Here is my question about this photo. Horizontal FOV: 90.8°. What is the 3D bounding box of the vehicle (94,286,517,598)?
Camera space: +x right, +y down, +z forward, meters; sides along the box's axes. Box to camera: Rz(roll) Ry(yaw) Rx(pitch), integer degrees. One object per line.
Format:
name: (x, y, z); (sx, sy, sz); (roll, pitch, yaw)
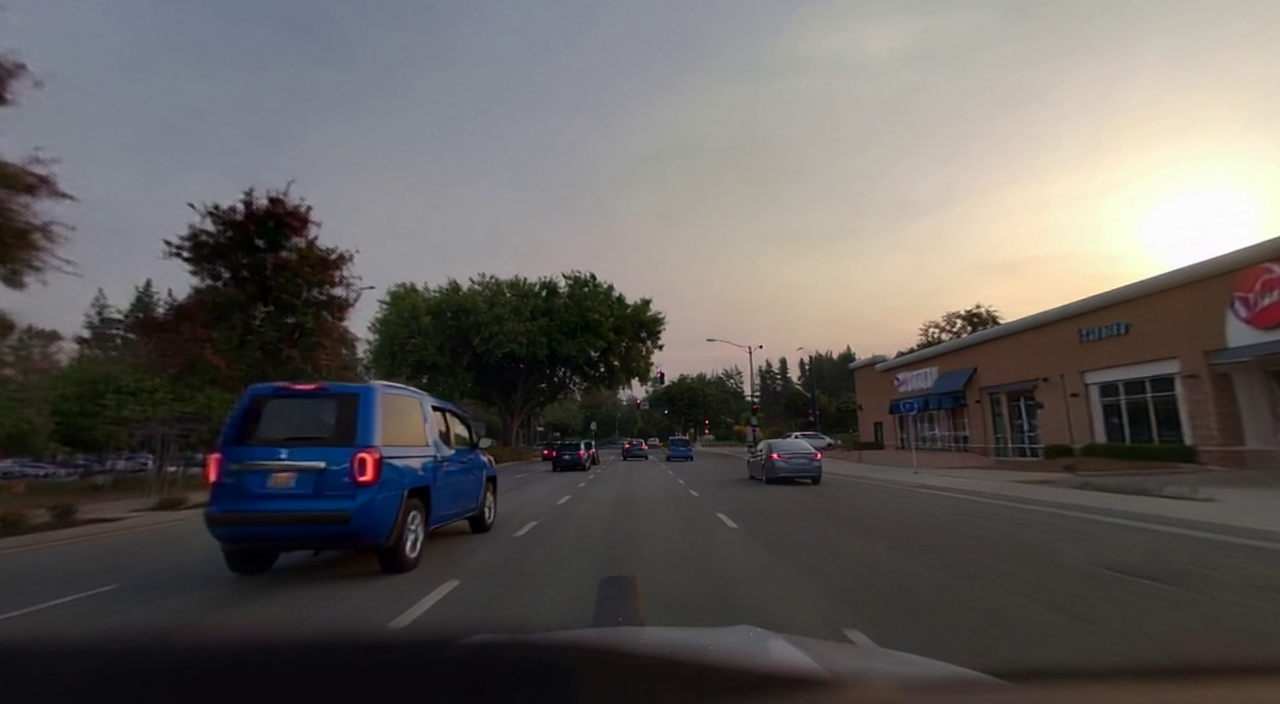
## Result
vehicle: (-3.528, 1.208, 8.615); (2.443, 2.784, 5.862); (0, -9, 1)

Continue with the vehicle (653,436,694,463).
vehicle: (2.500, 7.057, 45.659); (2.209, 1.806, 4.689); (-2, -9, 12)

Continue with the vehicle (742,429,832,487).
vehicle: (4.560, 3.376, 20.264); (1.869, 1.646, 4.166); (0, -9, 0)

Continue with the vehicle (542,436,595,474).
vehicle: (-3.377, 5.001, 30.810); (2.030, 1.724, 4.365); (0, -9, 1)
